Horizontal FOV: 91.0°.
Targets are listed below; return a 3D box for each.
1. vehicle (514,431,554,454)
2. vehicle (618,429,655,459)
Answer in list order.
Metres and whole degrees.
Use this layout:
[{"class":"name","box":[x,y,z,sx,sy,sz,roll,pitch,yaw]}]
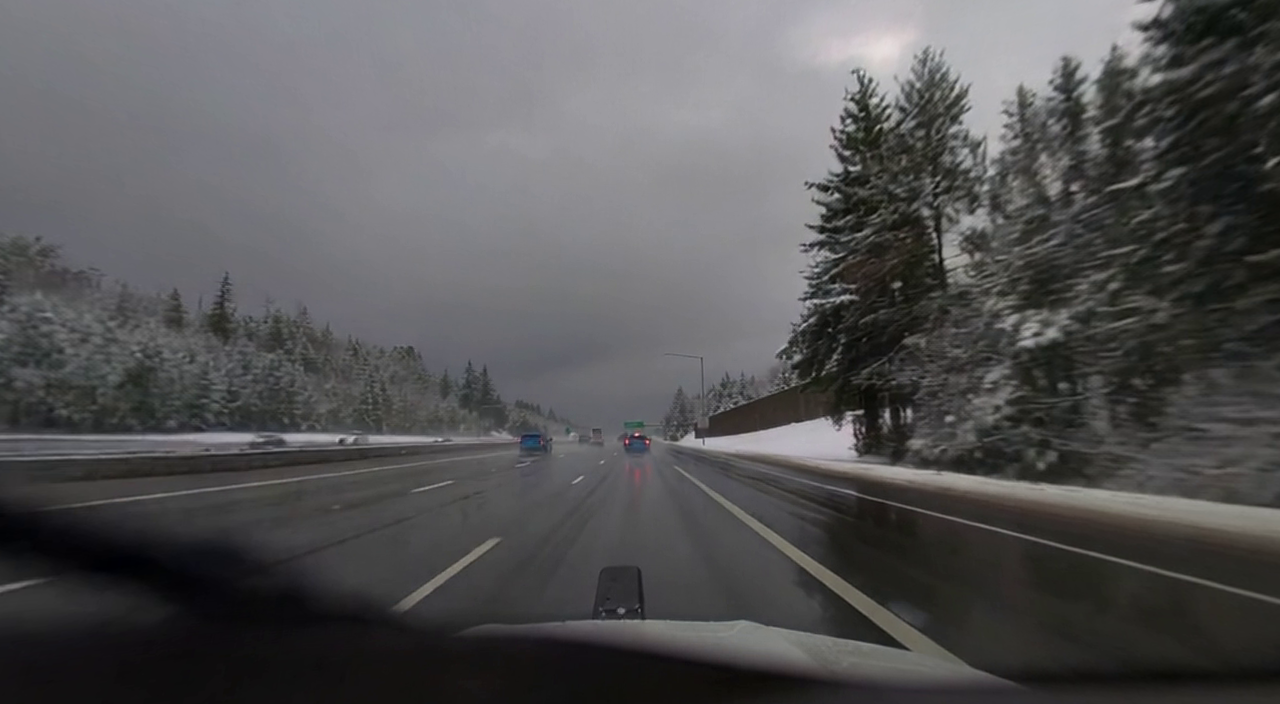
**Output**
[{"class":"vehicle","box":[-7.553,6.481,45.113,2.019,1.523,4.396,0,-8,1]},{"class":"vehicle","box":[-0.177,5.599,38.279,2.141,1.706,4.065,0,-8,0]}]
